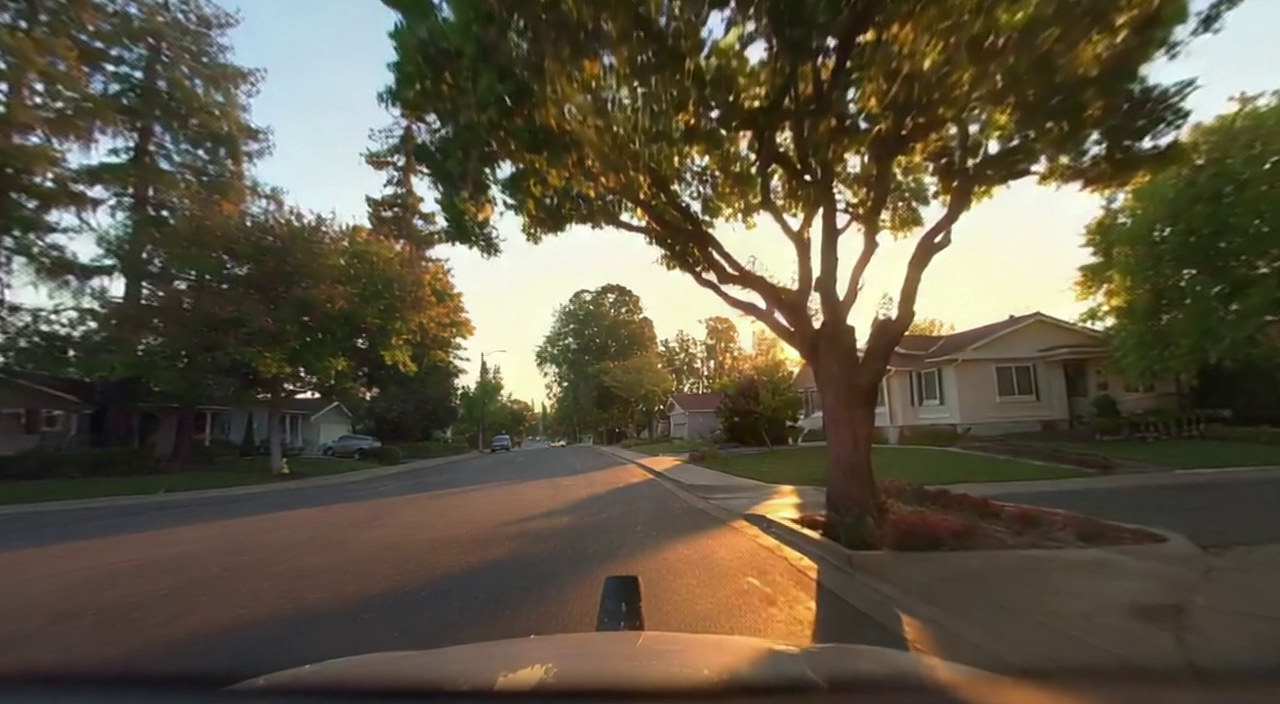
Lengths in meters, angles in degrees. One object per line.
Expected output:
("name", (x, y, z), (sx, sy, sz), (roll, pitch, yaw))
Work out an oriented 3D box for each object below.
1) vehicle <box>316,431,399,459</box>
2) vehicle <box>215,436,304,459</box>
("vehicle", (-18.474, 6.088, 41.491), (4.559, 1.745, 1.918), (1, -8, -8))
("vehicle", (-24.776, 6.235, 41.224), (4.531, 1.470, 1.855), (1, -8, -4))
